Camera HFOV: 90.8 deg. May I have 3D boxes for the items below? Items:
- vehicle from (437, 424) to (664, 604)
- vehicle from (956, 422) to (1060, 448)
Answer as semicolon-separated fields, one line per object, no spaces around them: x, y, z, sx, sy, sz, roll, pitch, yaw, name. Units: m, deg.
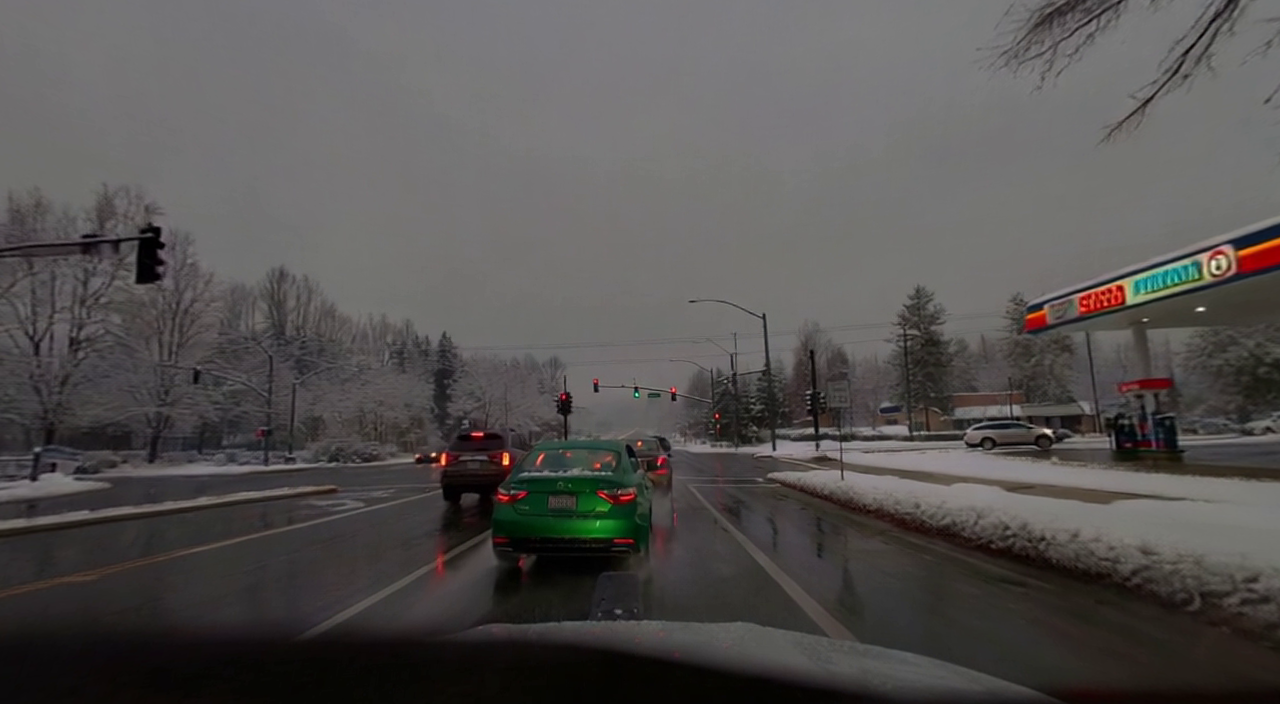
-0.687;1.712;7.666;1.916;1.510;4.447;0;-8;2;vehicle
21.905;4.994;37.763;4.874;1.502;2.048;0;-8;1;vehicle
